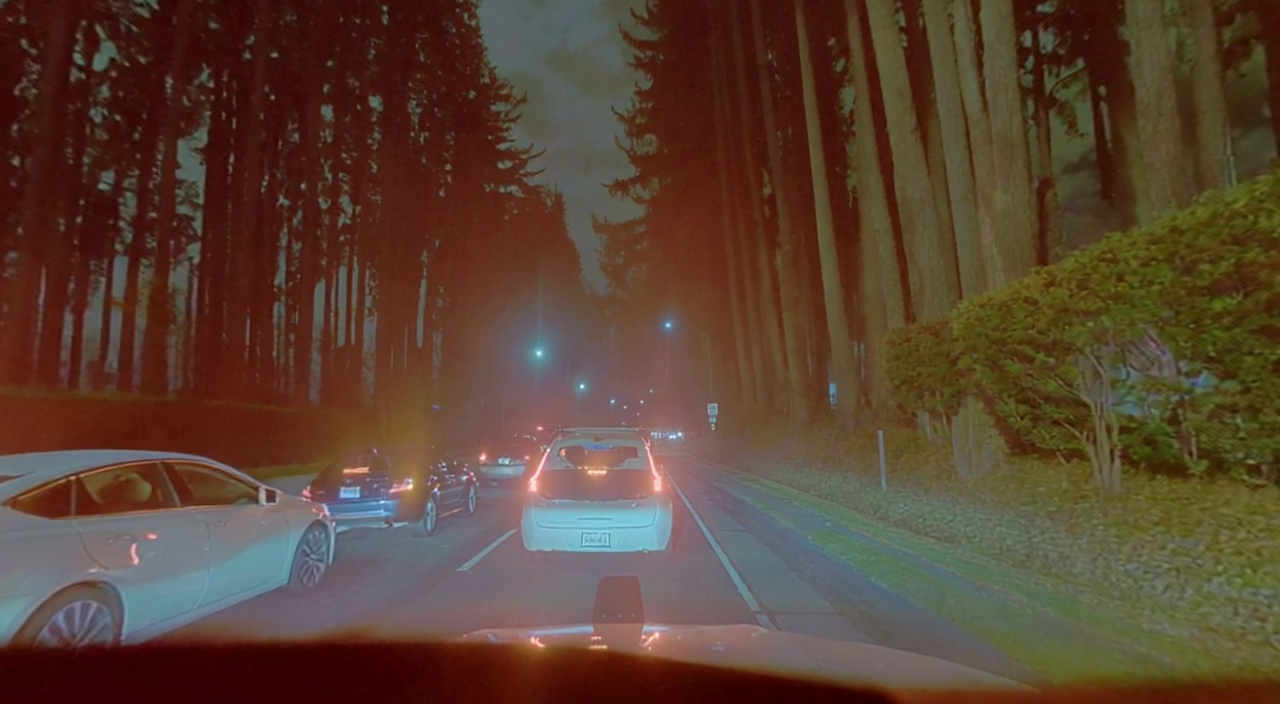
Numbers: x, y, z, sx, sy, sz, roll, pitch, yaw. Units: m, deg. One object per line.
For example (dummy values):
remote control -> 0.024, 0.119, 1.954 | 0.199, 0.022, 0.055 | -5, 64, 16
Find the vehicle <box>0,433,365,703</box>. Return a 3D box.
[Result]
vehicle -> -3.809, 1.313, 4.465 | 1.784, 1.408, 4.141 | 0, -8, 1

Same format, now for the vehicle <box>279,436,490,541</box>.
vehicle -> -4.255, 2.316, 11.466 | 1.898, 1.503, 4.453 | 0, -8, 1

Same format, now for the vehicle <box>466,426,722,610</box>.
vehicle -> -0.405, 1.687, 7.387 | 2.127, 1.517, 4.090 | 0, -8, -1
